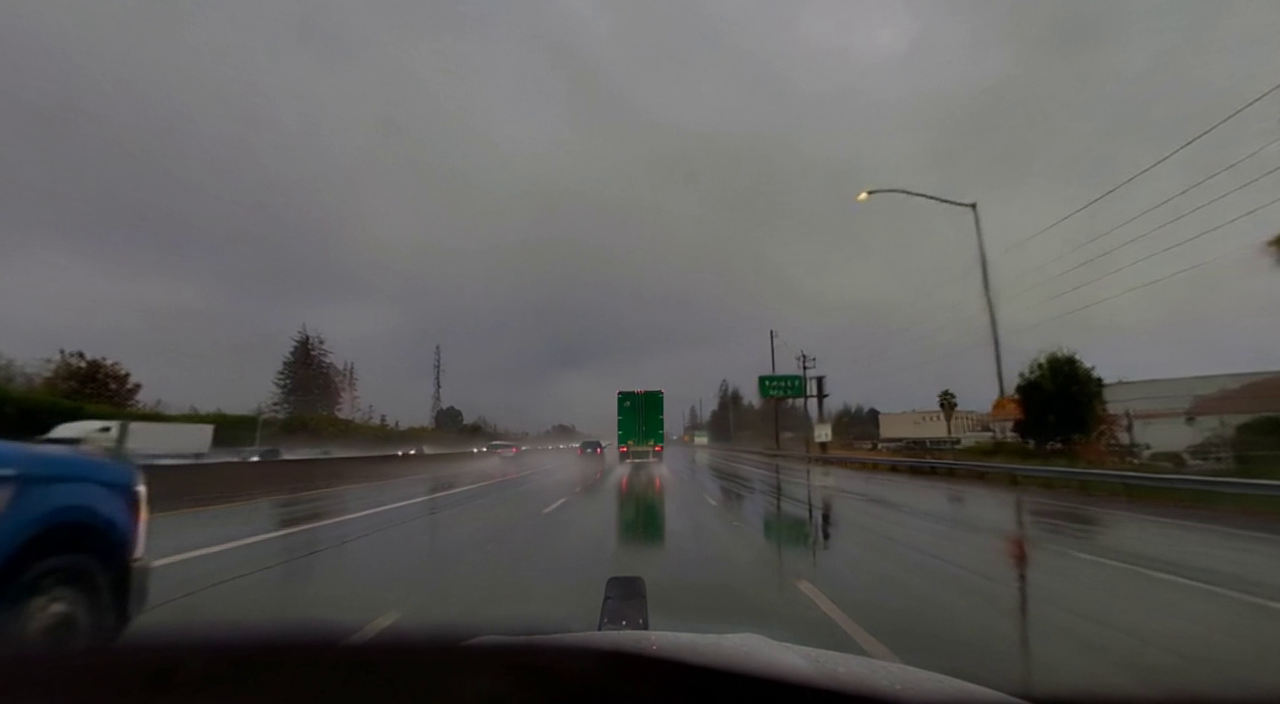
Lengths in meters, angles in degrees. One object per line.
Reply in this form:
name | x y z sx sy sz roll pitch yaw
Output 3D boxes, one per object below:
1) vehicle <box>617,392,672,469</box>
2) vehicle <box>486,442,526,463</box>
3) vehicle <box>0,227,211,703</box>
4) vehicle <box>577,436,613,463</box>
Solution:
vehicle | 0.306 5.103 40.023 2.879 4.085 13.125 0 -8 1
vehicle | -10.473 7.873 49.593 2.012 1.509 4.789 0 -8 1
vehicle | -3.766 0.298 0.100 2.749 2.141 6.515 0 -8 1
vehicle | -3.317 7.270 47.268 2.293 1.923 5.141 0 -8 0
